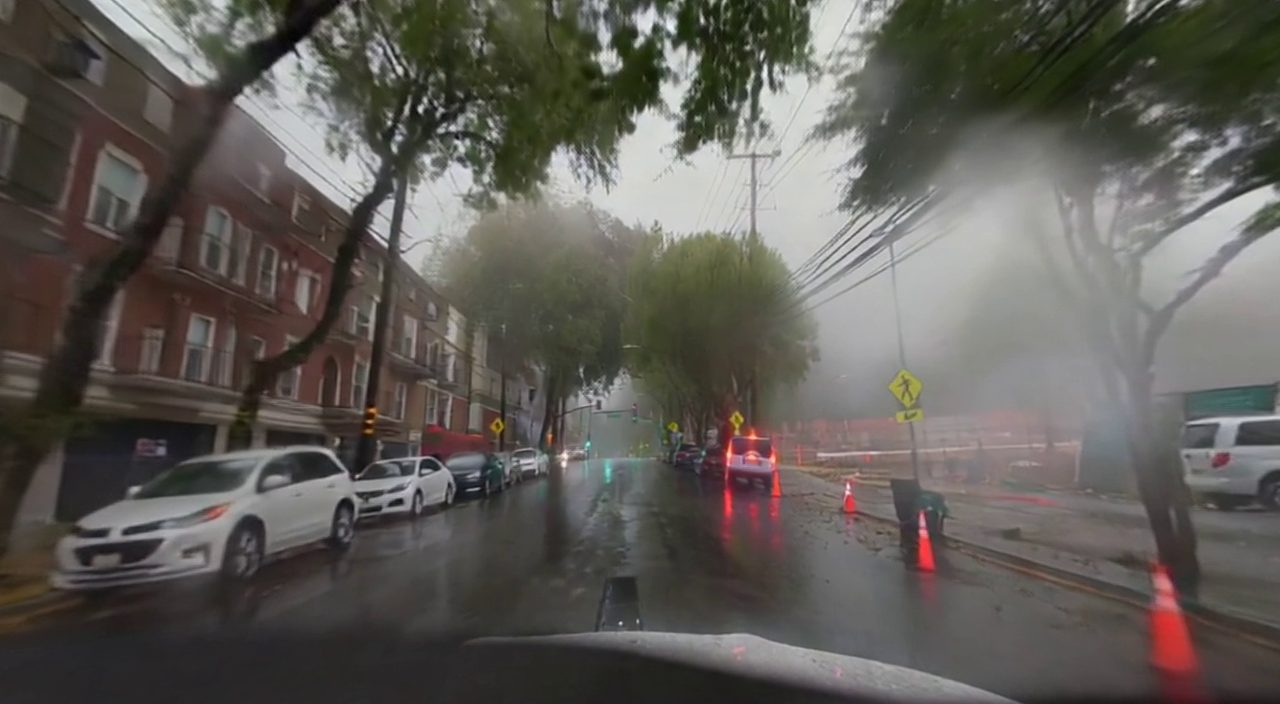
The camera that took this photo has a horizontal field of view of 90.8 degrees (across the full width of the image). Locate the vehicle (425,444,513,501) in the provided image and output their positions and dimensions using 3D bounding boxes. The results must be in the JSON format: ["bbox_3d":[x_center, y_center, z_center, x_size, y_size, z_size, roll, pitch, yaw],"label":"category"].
[{"bbox_3d":[-5.595,3.974,21.221,1.996,1.695,4.127,1,-9,-4],"label":"vehicle"}]

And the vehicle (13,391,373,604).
[{"bbox_3d":[-5.481,1.805,8.587,1.894,2.186,3.901,0,-9,1],"label":"vehicle"}]

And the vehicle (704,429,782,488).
[{"bbox_3d":[3.745,4.096,23.762,1.994,1.857,4.393,2,-13,-3],"label":"vehicle"}]

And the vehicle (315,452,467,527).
[{"bbox_3d":[-5.644,3.217,15.037,1.967,1.483,4.347,0,-11,-2],"label":"vehicle"}]

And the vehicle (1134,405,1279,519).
[{"bbox_3d":[12.873,2.058,12.219,4.585,1.977,2.170,-2,-9,5],"label":"vehicle"}]
